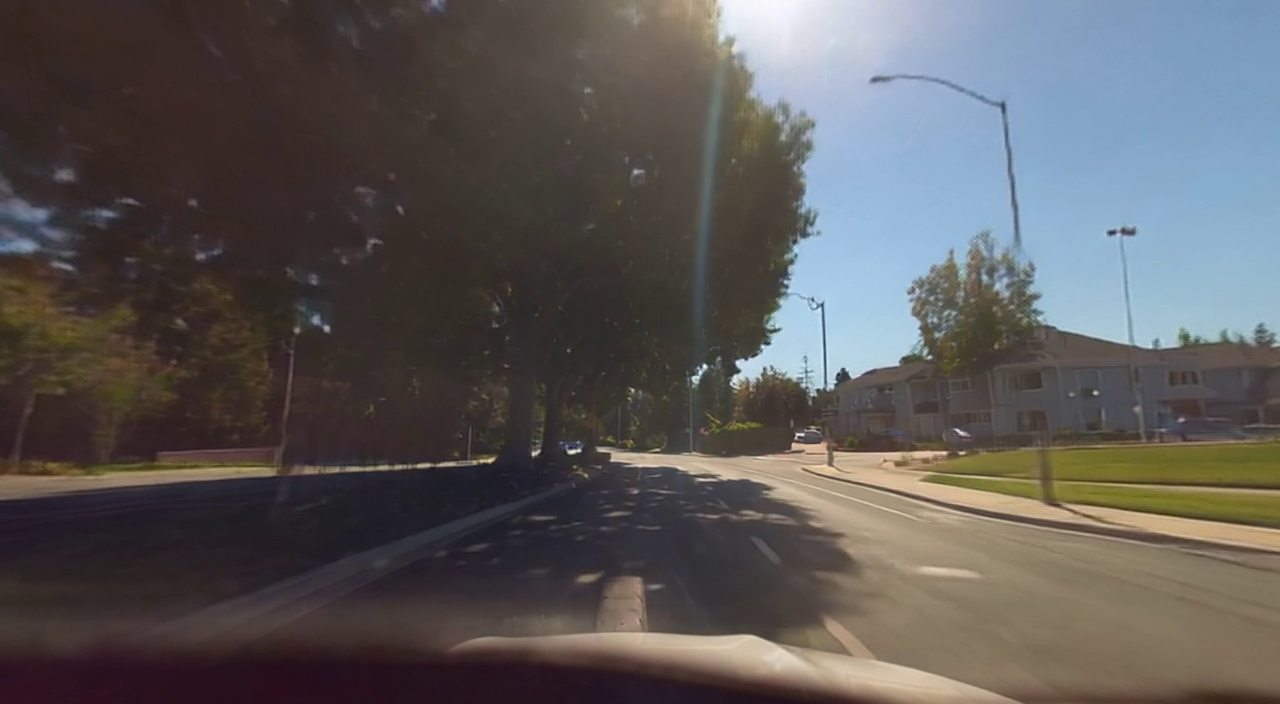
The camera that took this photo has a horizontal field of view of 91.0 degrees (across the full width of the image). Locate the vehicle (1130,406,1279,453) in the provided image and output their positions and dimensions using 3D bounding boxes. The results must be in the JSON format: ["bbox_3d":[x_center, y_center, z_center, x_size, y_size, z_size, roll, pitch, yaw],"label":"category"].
[{"bbox_3d":[30.109,4.102,32.727,2.569,2.236,6.684,7,-11,-38],"label":"vehicle"}]
